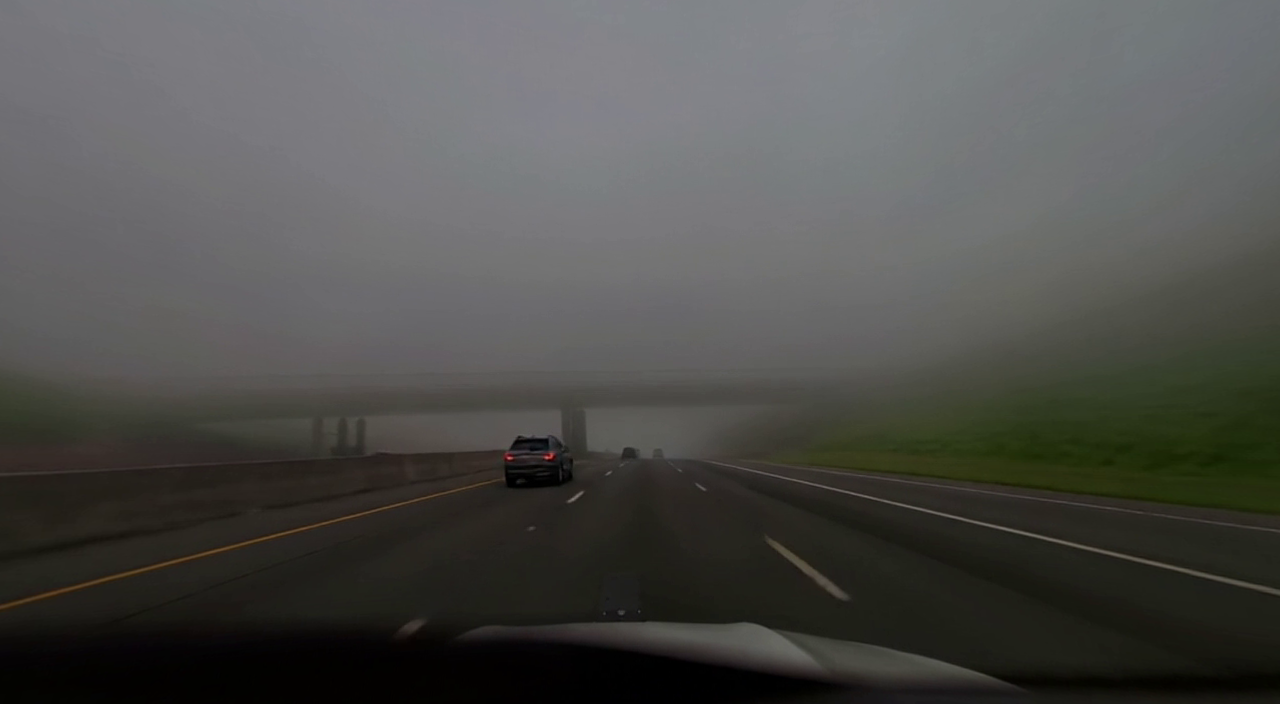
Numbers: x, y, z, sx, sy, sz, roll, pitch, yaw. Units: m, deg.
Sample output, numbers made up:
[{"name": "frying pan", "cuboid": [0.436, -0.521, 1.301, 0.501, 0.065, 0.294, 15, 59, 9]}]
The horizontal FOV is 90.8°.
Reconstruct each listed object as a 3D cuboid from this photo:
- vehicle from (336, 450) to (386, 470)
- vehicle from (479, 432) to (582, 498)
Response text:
[{"name": "vehicle", "cuboid": [-21.388, 8.297, 48.542, 1.812, 1.445, 4.165, -1, -9, 2]}, {"name": "vehicle", "cuboid": [-3.137, 3.367, 19.124, 2.181, 1.730, 4.517, 0, -9, 2]}]
